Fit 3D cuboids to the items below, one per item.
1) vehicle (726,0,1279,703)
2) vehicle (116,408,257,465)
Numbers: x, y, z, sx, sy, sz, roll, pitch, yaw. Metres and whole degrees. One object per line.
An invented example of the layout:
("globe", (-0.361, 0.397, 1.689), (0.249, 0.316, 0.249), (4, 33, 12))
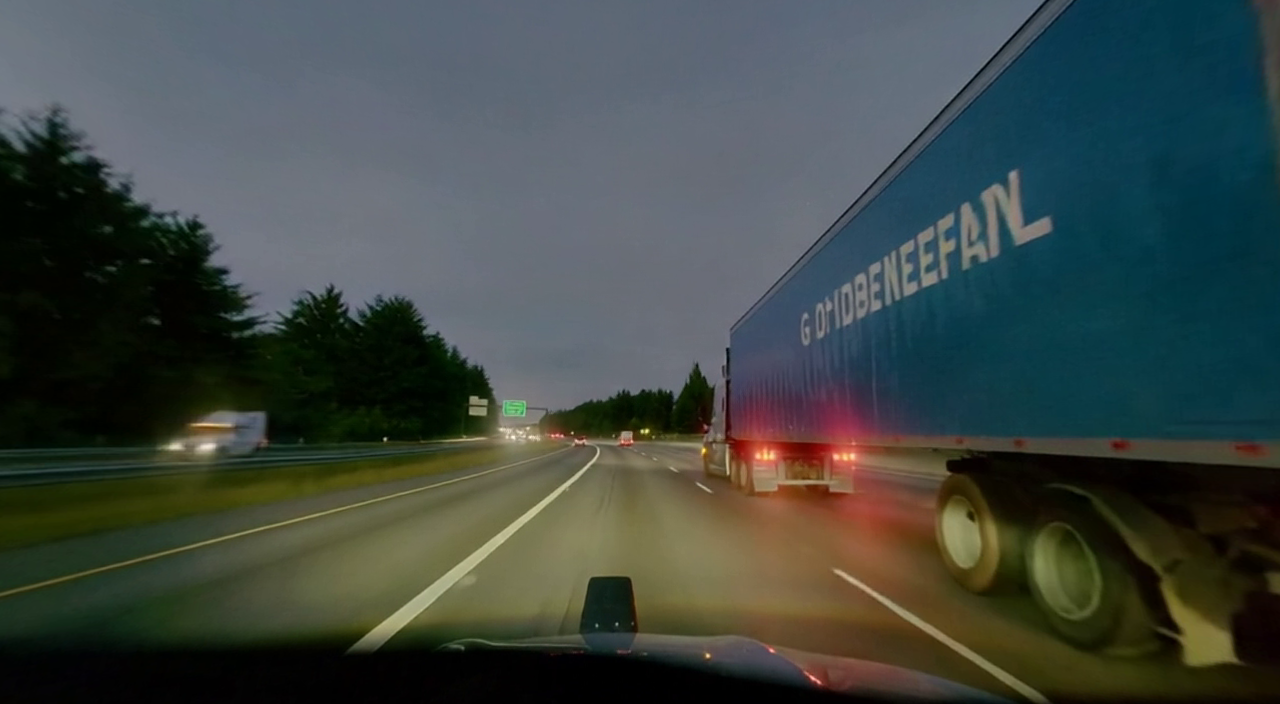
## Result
("vehicle", (3.803, 0.483, 8.743), (2.910, 4.051, 14.278), (0, -8, -1))
("vehicle", (-19.131, 3.630, 26.994), (2.407, 2.215, 4.980), (0, -8, -2))
